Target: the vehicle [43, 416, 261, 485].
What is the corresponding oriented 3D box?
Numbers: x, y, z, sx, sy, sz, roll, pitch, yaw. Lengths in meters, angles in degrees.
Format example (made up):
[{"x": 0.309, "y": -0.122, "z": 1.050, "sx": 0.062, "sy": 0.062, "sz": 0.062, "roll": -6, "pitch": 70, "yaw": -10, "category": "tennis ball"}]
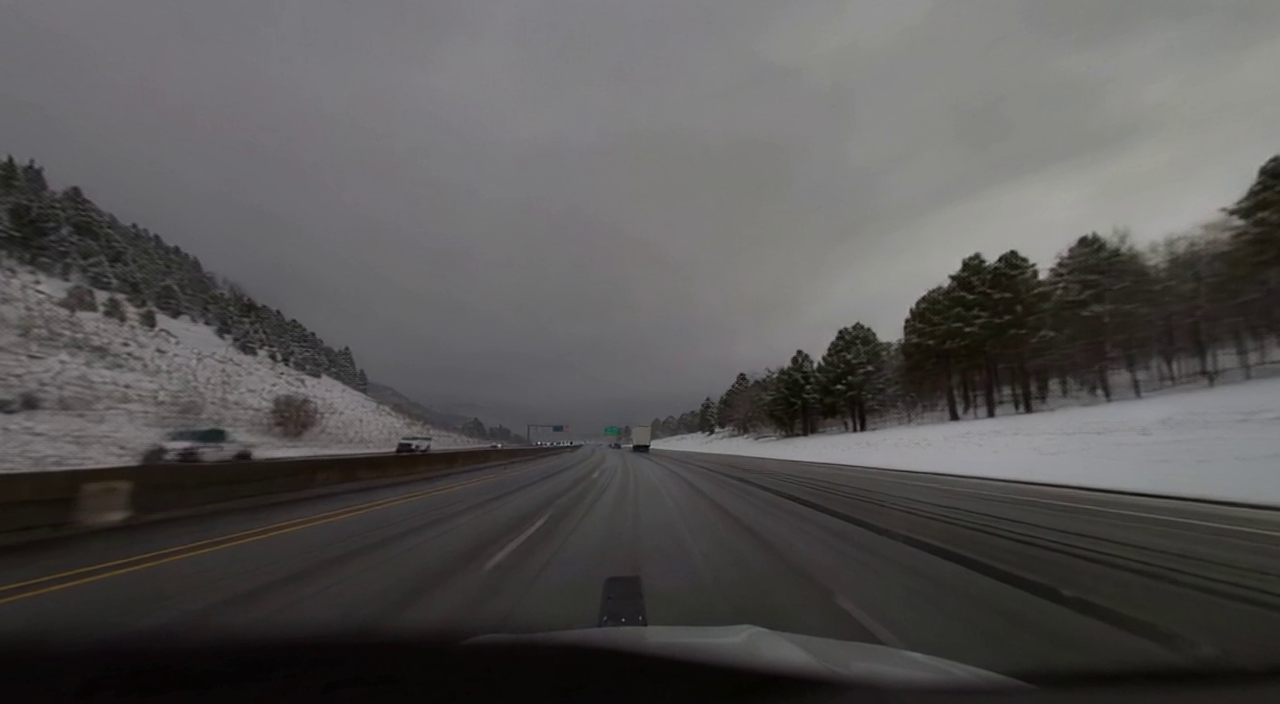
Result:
[{"x": -14.309, "y": 2.960, "z": 19.134, "sx": 2.129, "sy": 1.767, "sz": 5.642, "roll": 0, "pitch": -8, "yaw": 0, "category": "vehicle"}]
